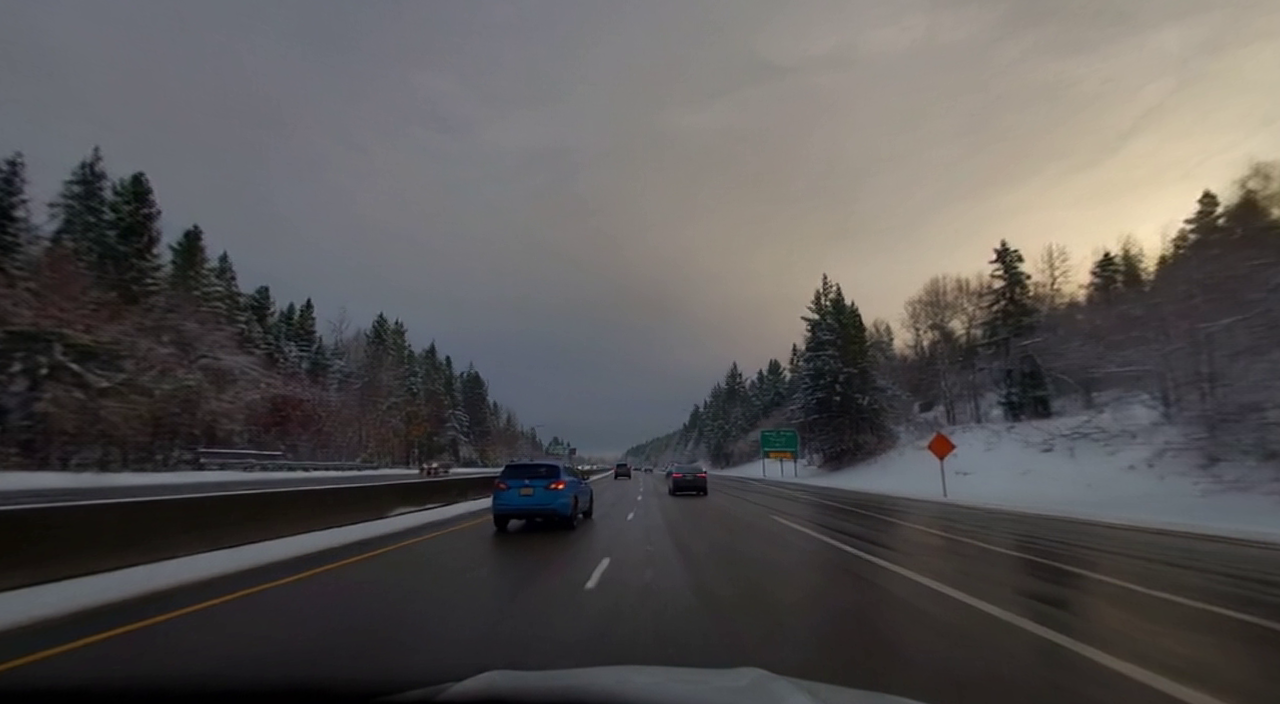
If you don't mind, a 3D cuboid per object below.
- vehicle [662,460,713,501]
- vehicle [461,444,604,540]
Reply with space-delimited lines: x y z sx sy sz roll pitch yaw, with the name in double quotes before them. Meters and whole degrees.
"vehicle" 1.964 5.423 26.749 1.905 1.559 3.491 1 -10 0
"vehicle" -2.077 2.966 13.800 2.176 1.678 4.724 0 -10 1
